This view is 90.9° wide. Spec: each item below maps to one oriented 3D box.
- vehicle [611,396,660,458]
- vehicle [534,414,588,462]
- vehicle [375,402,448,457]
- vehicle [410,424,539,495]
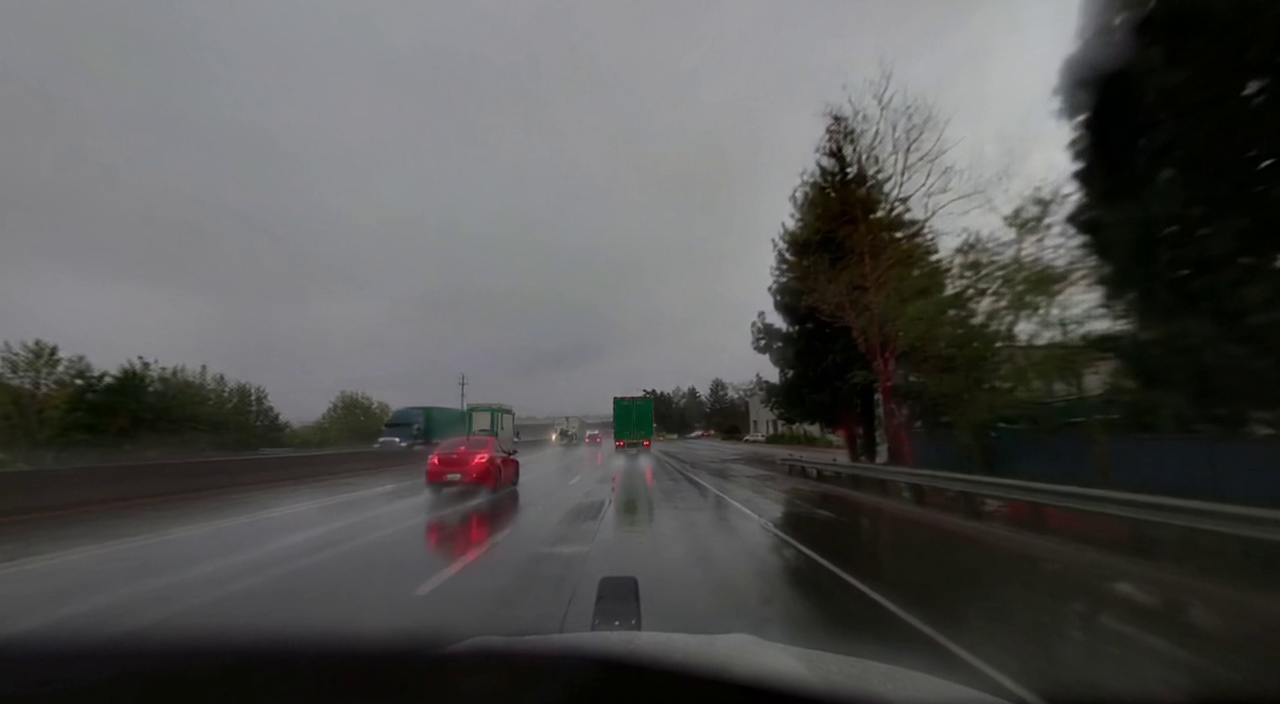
[{"bbox_3d":[-0.462,5.624,46.696,3.259,4.066,9.891,0,-8,-2],"label":"vehicle"},{"bbox_3d":[-4.848,5.467,40.059,2.717,2.714,6.997,0,-8,-1],"label":"vehicle"},{"bbox_3d":[-17.122,5.907,47.691,3.295,3.920,5.858,0,-8,-1],"label":"vehicle"},{"bbox_3d":[-4.175,2.786,16.886,2.005,1.602,5.131,0,-8,1],"label":"vehicle"}]
